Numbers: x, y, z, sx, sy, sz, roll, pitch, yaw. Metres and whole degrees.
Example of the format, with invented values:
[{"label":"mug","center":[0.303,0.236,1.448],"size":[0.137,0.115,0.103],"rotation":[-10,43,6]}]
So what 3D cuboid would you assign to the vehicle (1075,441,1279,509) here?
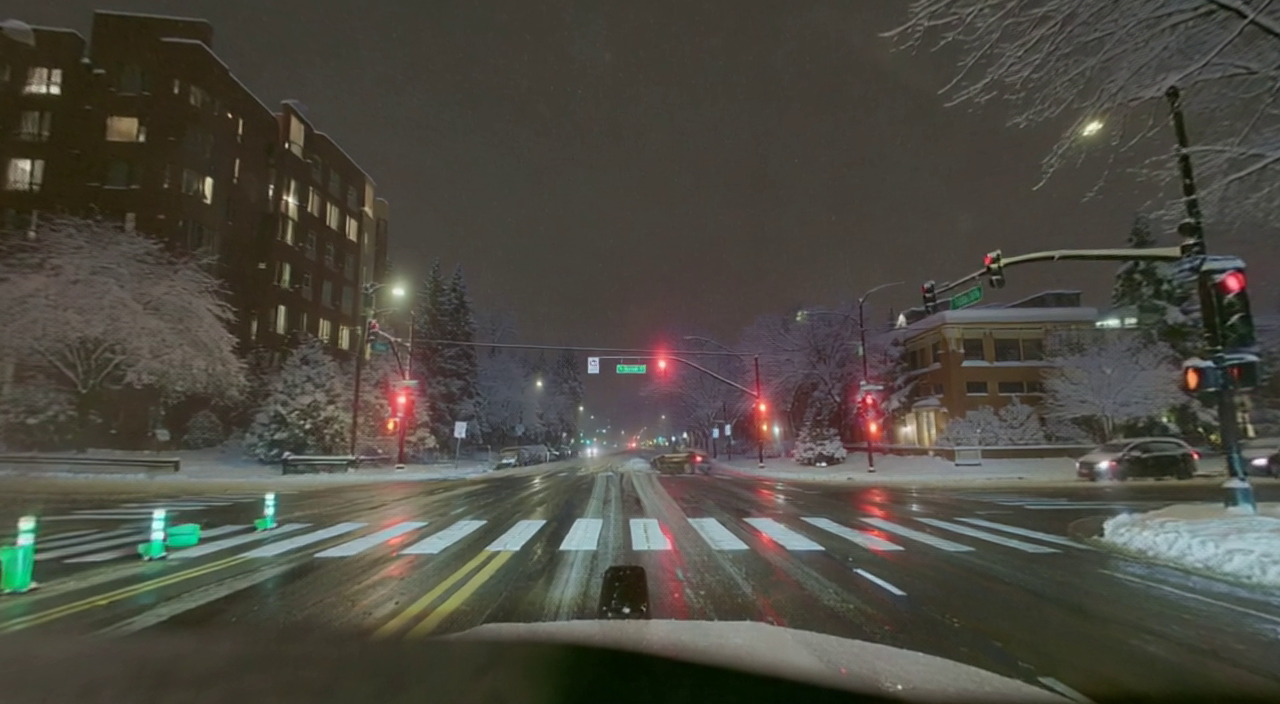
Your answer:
[{"label":"vehicle","center":[13.005,2.795,14.565],"size":[4.424,1.436,1.804],"rotation":[-1,-9,6]}]

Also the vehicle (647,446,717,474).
[{"label":"vehicle","center":[2.449,6.401,37.638],"size":[1.972,1.522,4.368],"rotation":[5,-10,-32]}]
